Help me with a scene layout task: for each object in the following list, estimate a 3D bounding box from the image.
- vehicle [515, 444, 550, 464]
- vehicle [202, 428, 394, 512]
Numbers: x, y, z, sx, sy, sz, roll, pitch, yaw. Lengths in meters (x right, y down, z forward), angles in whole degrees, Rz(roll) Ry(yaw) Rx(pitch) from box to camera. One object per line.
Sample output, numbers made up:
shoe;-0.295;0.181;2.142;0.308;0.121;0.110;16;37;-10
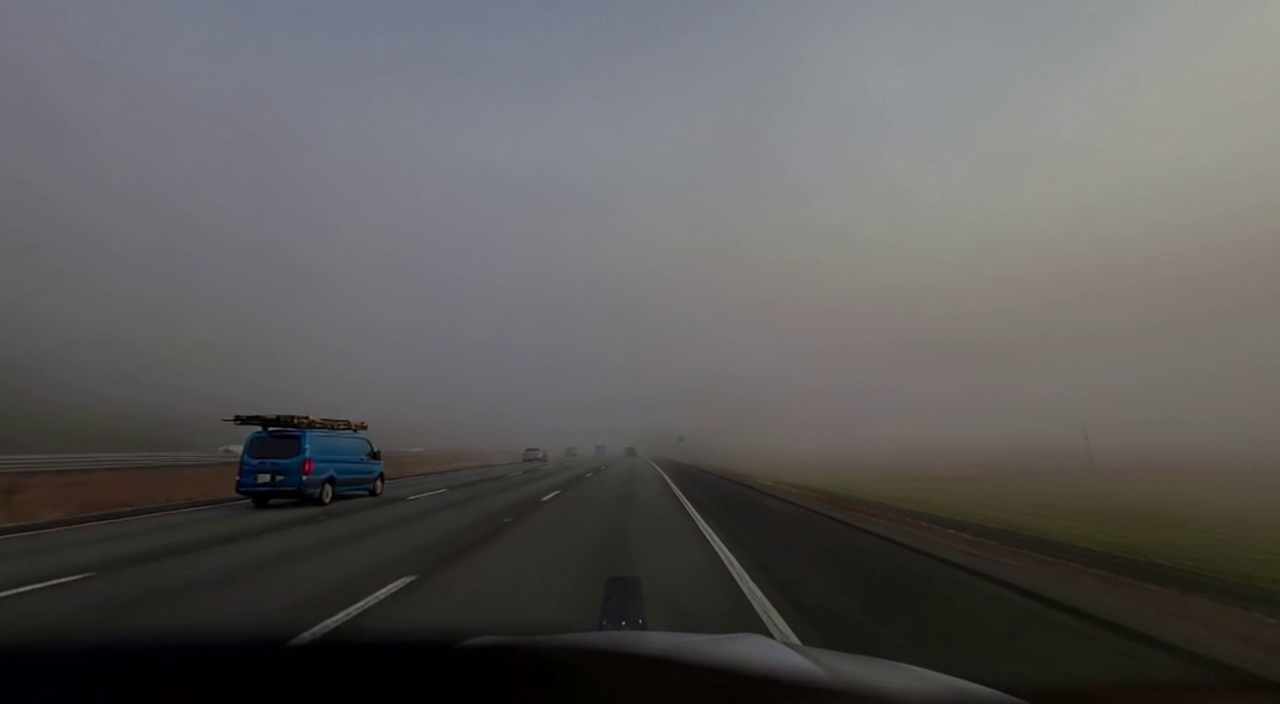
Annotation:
vehicle;-8.398;8.008;49.727;1.958;1.499;4.437;0;-9;0
vehicle;-8.138;2.843;15.700;2.093;1.752;4.771;0;-9;0
